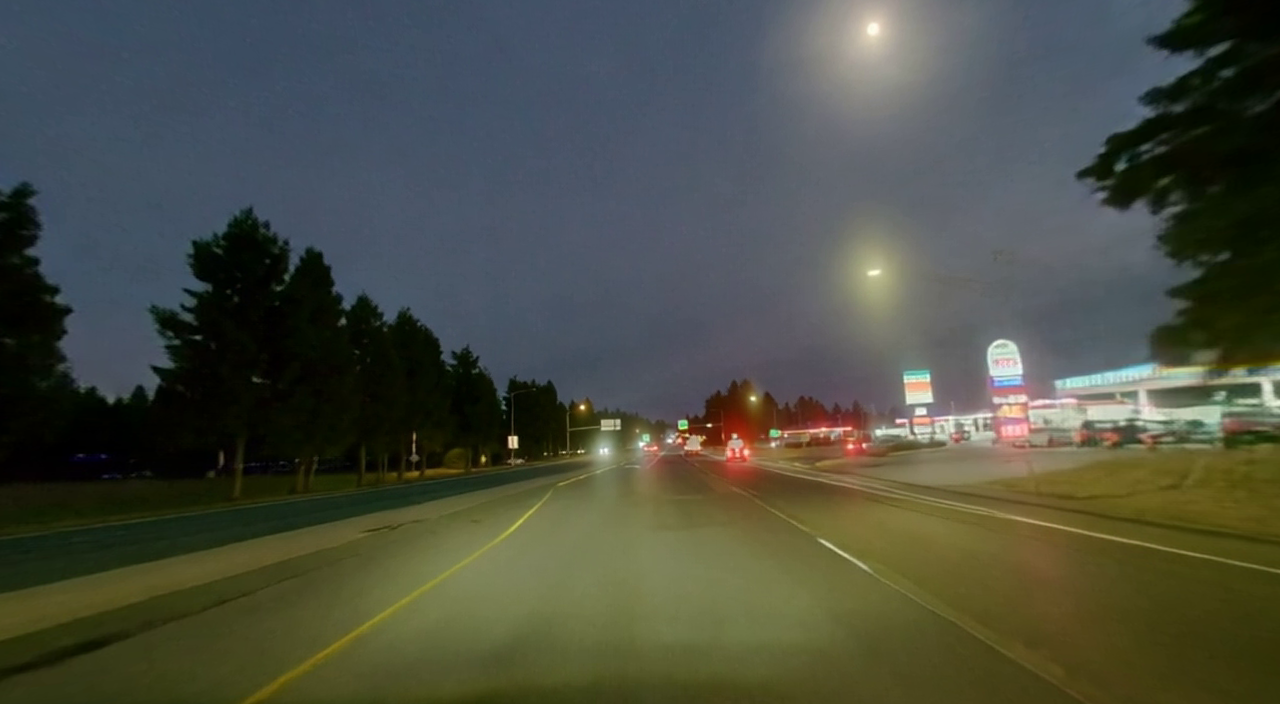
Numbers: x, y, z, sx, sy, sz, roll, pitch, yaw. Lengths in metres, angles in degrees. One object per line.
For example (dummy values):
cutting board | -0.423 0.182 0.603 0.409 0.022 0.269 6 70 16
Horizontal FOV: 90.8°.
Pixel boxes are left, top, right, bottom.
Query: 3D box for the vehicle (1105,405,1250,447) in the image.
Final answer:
vehicle | 23.130 3.232 27.342 4.326 1.695 1.975 -1 -9 3

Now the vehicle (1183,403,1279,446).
vehicle | 23.576 2.783 24.104 3.778 1.546 1.949 -1 -9 1
